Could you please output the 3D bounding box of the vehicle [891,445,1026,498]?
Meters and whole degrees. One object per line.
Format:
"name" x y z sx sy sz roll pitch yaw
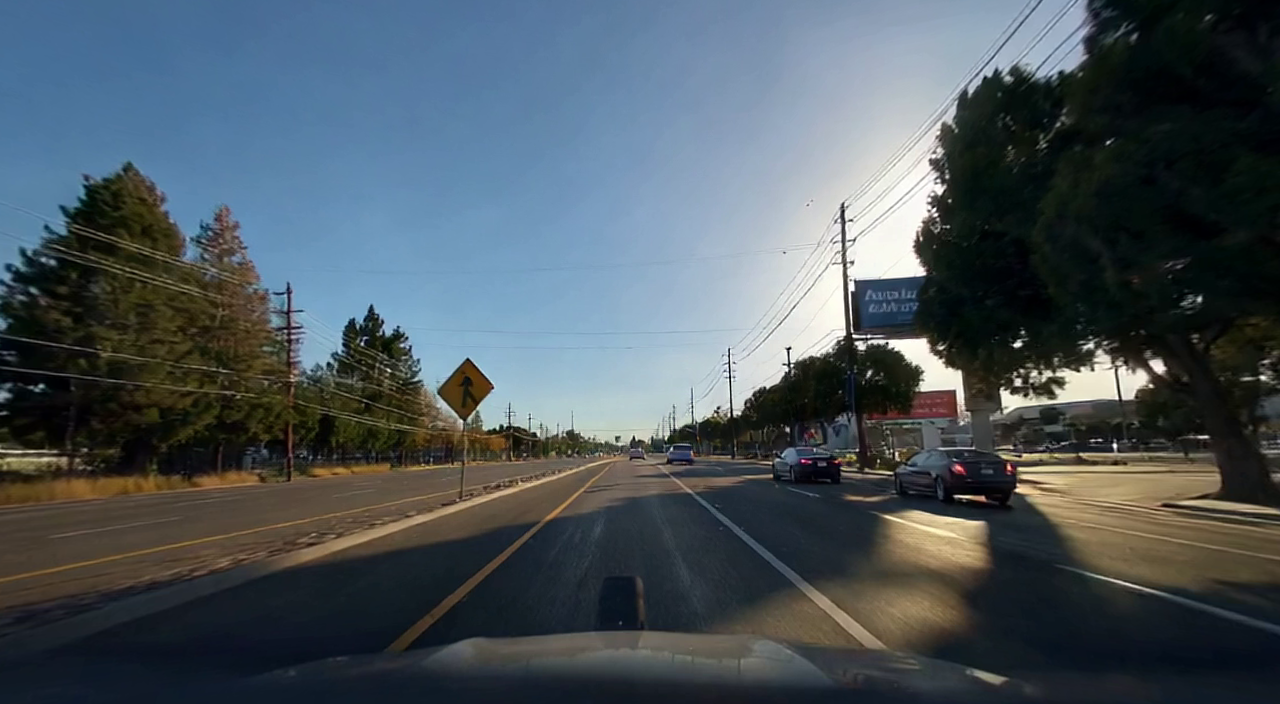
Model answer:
"vehicle" 9.963 3.725 20.248 1.874 1.482 4.545 0 -8 -1

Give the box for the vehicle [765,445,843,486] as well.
"vehicle" 6.302 4.393 24.835 1.882 1.476 4.344 0 -8 -1
